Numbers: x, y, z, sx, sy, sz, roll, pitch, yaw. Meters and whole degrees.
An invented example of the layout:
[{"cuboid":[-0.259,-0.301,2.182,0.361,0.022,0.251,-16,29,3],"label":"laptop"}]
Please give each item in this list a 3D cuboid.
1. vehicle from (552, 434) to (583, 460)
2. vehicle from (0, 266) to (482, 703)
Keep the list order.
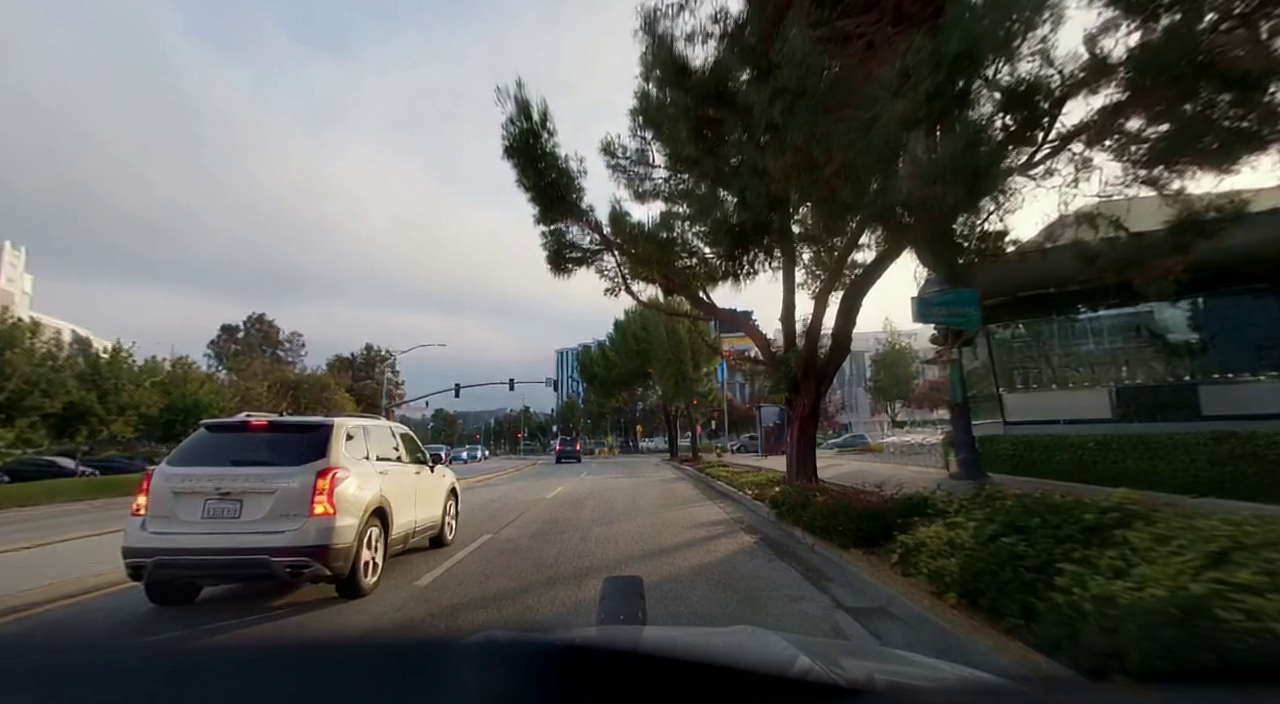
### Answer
[{"cuboid":[-5.308,7.000,46.426,2.134,1.799,5.082,1,-9,-6],"label":"vehicle"},{"cuboid":[-3.346,1.023,5.301,2.509,1.885,5.831,0,-9,0],"label":"vehicle"}]
